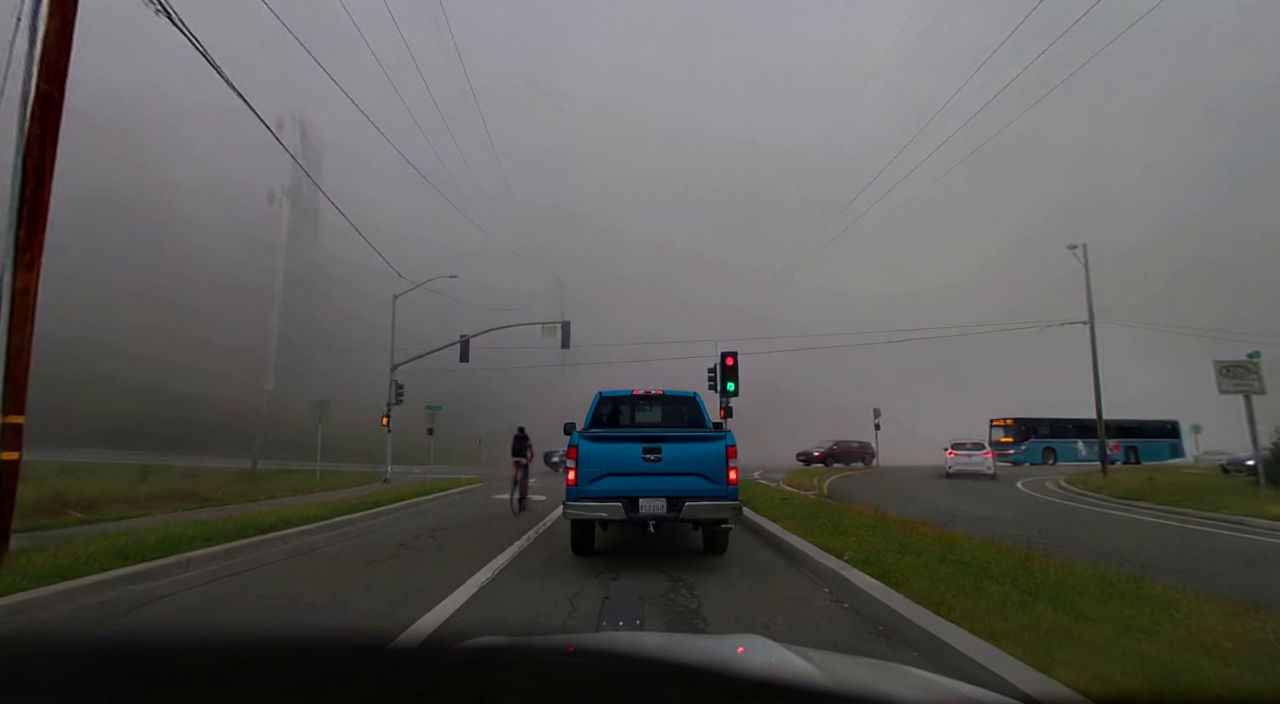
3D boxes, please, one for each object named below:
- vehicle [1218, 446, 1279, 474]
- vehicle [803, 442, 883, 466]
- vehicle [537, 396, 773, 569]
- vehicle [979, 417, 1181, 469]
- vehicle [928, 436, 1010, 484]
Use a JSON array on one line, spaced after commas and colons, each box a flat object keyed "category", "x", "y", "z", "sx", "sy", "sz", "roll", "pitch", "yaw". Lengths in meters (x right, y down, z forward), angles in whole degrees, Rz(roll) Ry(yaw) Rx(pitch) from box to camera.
[{"category": "vehicle", "x": 41.431, "y": 7.013, "z": 41.260, "sx": 5.426, "sy": 1.728, "sz": 1.999, "roll": 0, "pitch": -8, "yaw": -2}, {"category": "vehicle", "x": 13.202, "y": 6.668, "z": 41.324, "sx": 4.578, "sy": 1.490, "sz": 1.935, "roll": -1, "pitch": -8, "yaw": 1}, {"category": "vehicle", "x": 0.126, "y": 1.905, "z": 10.112, "sx": 2.707, "sy": 1.964, "sz": 5.485, "roll": 0, "pitch": -8, "yaw": -1}, {"category": "vehicle", "x": 28.515, "y": 5.949, "z": 41.312, "sx": 10.726, "sy": 3.128, "sz": 3.003, "roll": -1, "pitch": -8, "yaw": 1}, {"category": "vehicle", "x": 11.675, "y": 3.740, "z": 22.244, "sx": 2.060, "sy": 1.496, "sz": 4.520, "roll": -6, "pitch": -10, "yaw": 32}]
